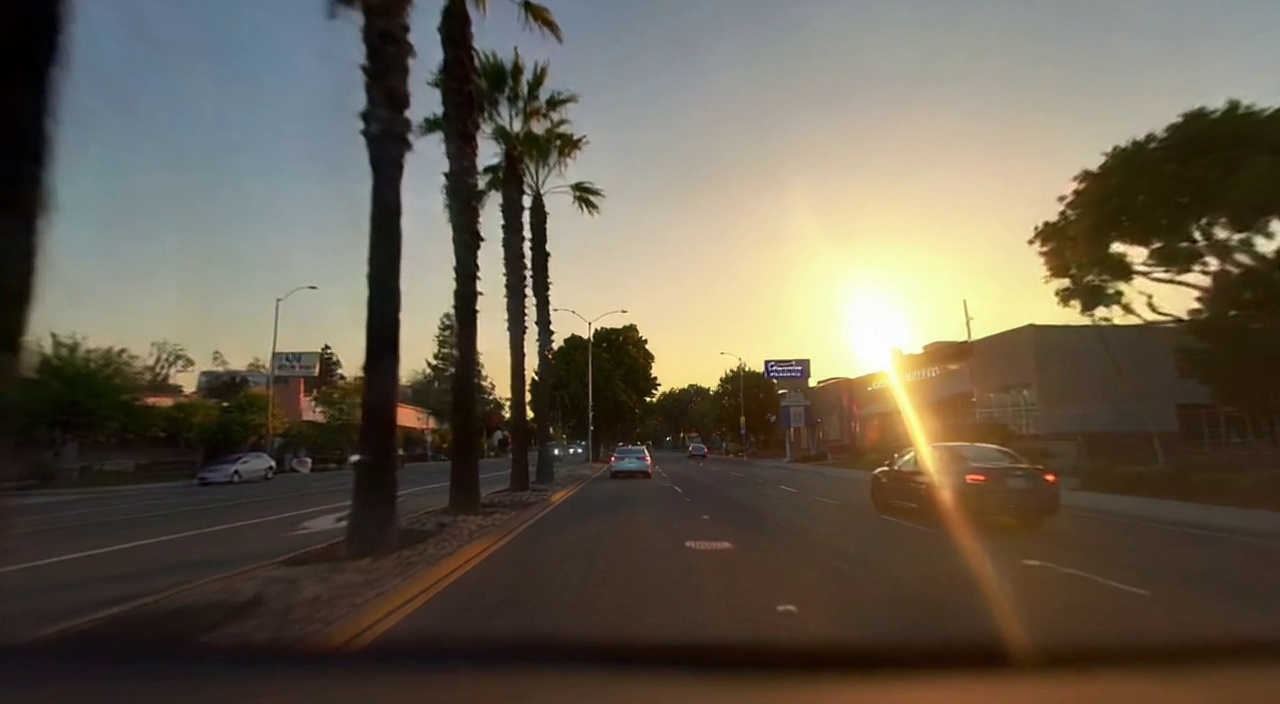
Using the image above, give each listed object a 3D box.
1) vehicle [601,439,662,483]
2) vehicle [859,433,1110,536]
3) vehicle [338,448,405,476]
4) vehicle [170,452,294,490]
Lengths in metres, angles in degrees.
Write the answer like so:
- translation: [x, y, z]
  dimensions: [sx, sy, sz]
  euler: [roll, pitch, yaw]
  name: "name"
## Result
- translation: [-0.315, 4.114, 24.058]
  dimensions: [2.106, 1.496, 3.964]
  euler: [0, -9, -1]
  name: "vehicle"
- translation: [6.302, 2.461, 12.407]
  dimensions: [2.244, 1.618, 4.585]
  euler: [0, -9, -1]
  name: "vehicle"
- translation: [-15.101, 6.181, 35.788]
  dimensions: [2.015, 1.509, 4.295]
  euler: [0, -9, -2]
  name: "vehicle"
- translation: [-18.399, 5.332, 28.767]
  dimensions: [1.968, 1.524, 4.390]
  euler: [-3, -9, 18]
  name: "vehicle"
